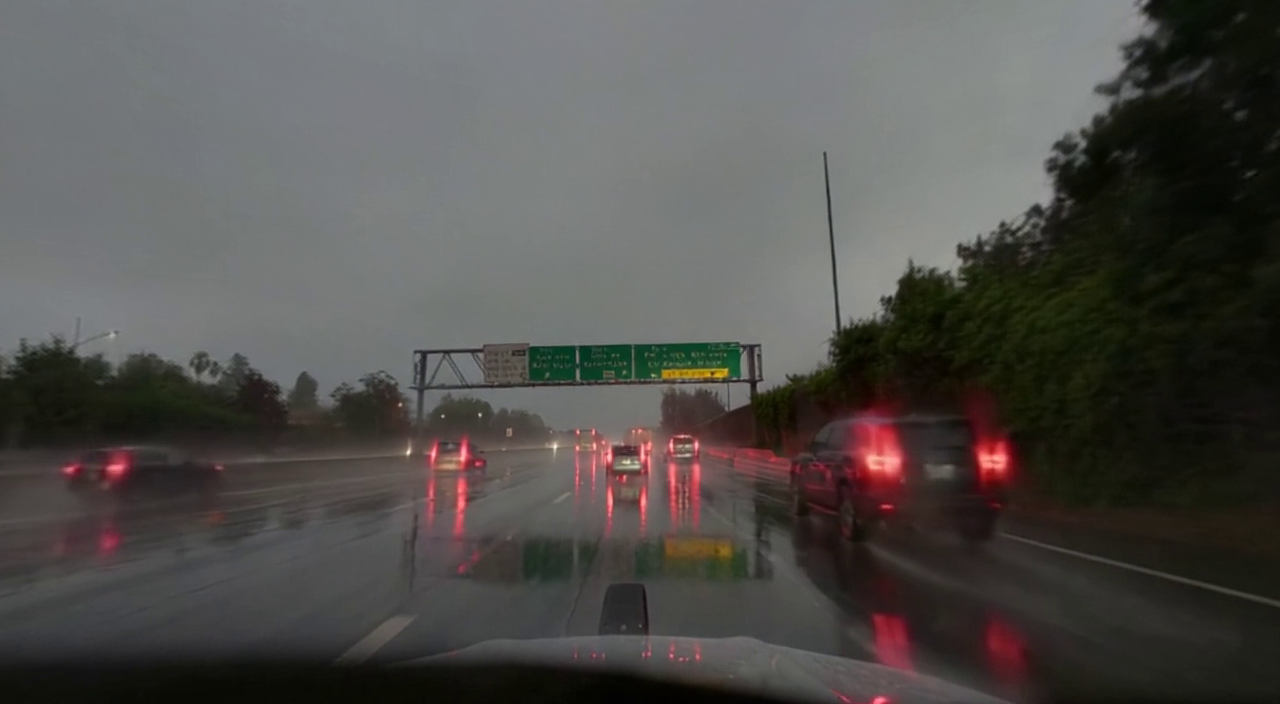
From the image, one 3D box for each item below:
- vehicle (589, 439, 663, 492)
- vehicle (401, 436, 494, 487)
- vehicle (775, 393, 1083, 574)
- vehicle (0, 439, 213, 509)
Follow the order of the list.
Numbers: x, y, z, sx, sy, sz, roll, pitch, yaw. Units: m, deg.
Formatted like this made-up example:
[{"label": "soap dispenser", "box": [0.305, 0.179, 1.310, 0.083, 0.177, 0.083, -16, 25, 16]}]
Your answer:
[{"label": "vehicle", "box": [-0.398, 3.468, 19.633, 2.042, 1.446, 4.269, 0, -9, 0]}, {"label": "vehicle", "box": [-6.940, 3.987, 23.226, 2.060, 1.669, 4.242, 0, -9, 0]}, {"label": "vehicle", "box": [3.336, 1.619, 8.445, 2.001, 1.771, 4.250, 0, -9, -1]}, {"label": "vehicle", "box": [-14.471, 3.243, 17.320, 2.055, 1.628, 4.898, 0, -9, 0]}]
